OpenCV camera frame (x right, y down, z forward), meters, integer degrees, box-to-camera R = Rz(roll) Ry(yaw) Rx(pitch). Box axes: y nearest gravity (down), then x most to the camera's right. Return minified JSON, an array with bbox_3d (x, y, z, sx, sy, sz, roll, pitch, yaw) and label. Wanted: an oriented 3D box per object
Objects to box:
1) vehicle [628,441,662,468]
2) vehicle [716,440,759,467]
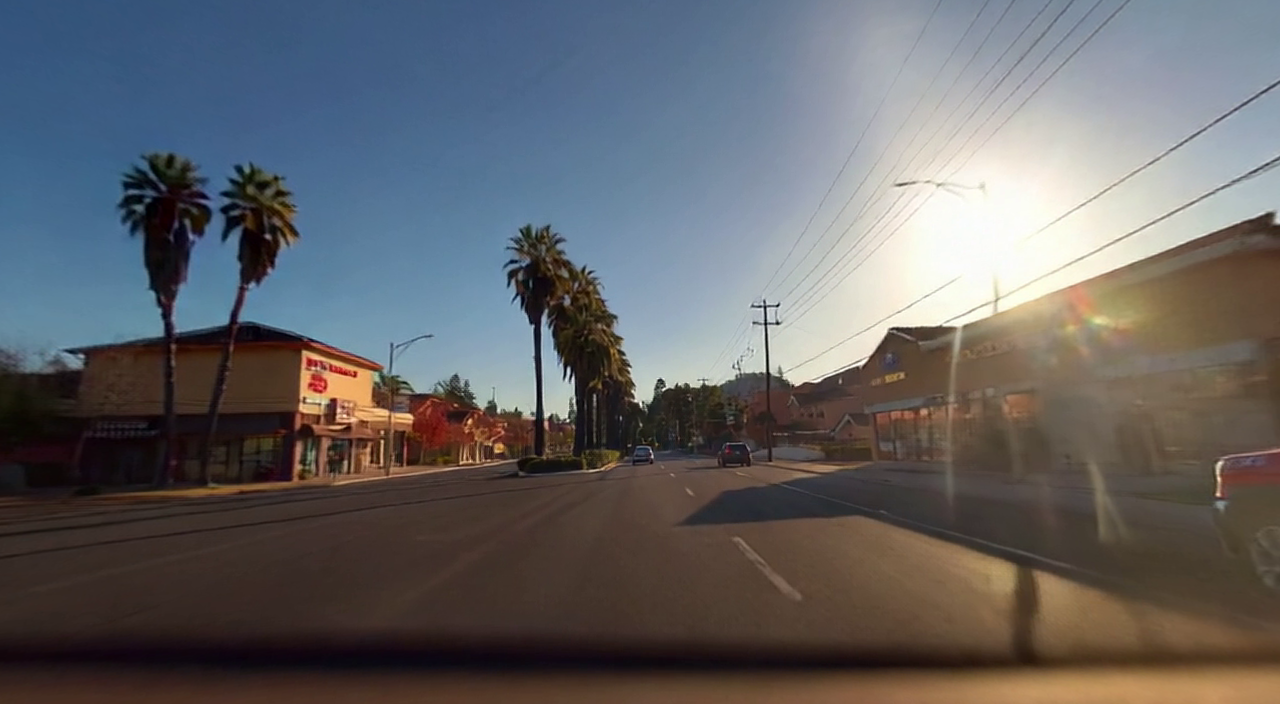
[{"bbox_3d":[0.312,6.821,42.165,2.138,1.702,4.168,0,-9,0],"label":"vehicle"},{"bbox_3d":[6.642,6.980,43.419,2.252,1.718,4.617,0,-9,0],"label":"vehicle"}]
